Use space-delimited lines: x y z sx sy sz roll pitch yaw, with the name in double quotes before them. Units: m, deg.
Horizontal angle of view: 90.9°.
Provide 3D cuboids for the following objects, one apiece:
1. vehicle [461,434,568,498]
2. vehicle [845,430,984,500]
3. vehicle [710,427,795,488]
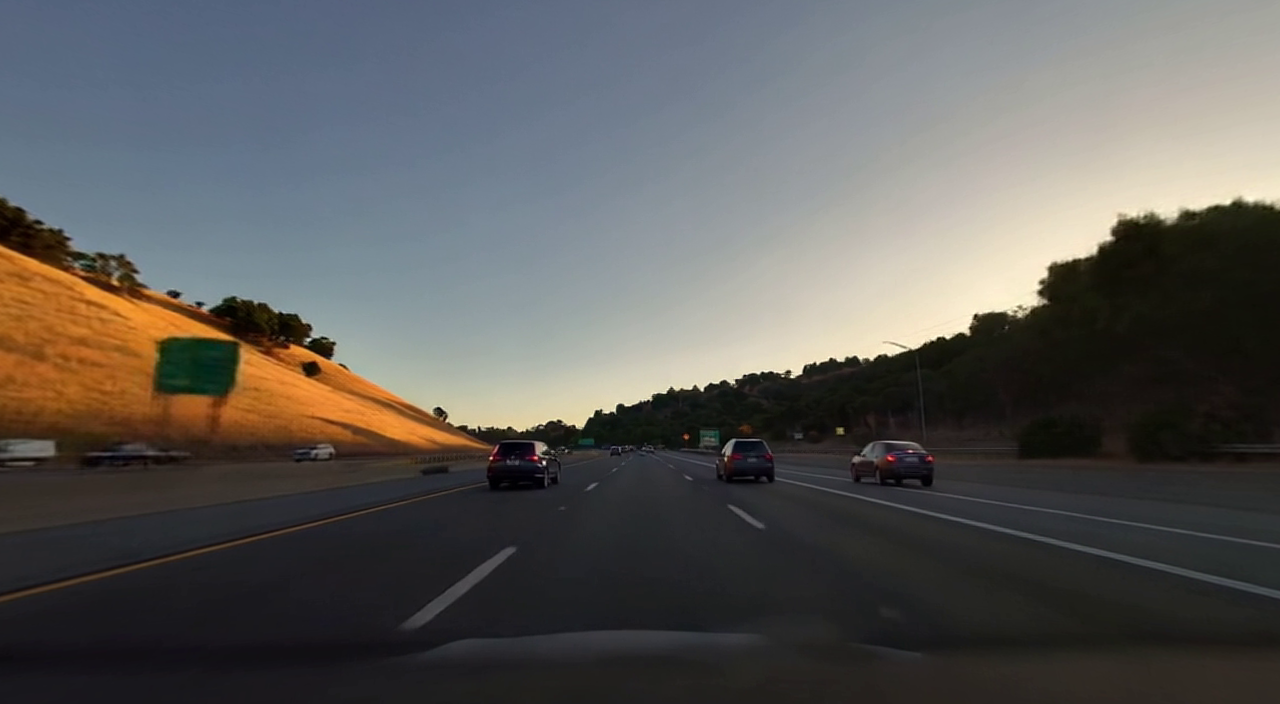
"vehicle" -3.535 3.318 18.758 2.166 1.672 4.388 -1 -8 2
"vehicle" 7.593 3.160 18.026 1.998 1.717 4.338 0 -8 0
"vehicle" 3.839 3.728 22.559 2.121 1.925 5.056 0 -8 0
